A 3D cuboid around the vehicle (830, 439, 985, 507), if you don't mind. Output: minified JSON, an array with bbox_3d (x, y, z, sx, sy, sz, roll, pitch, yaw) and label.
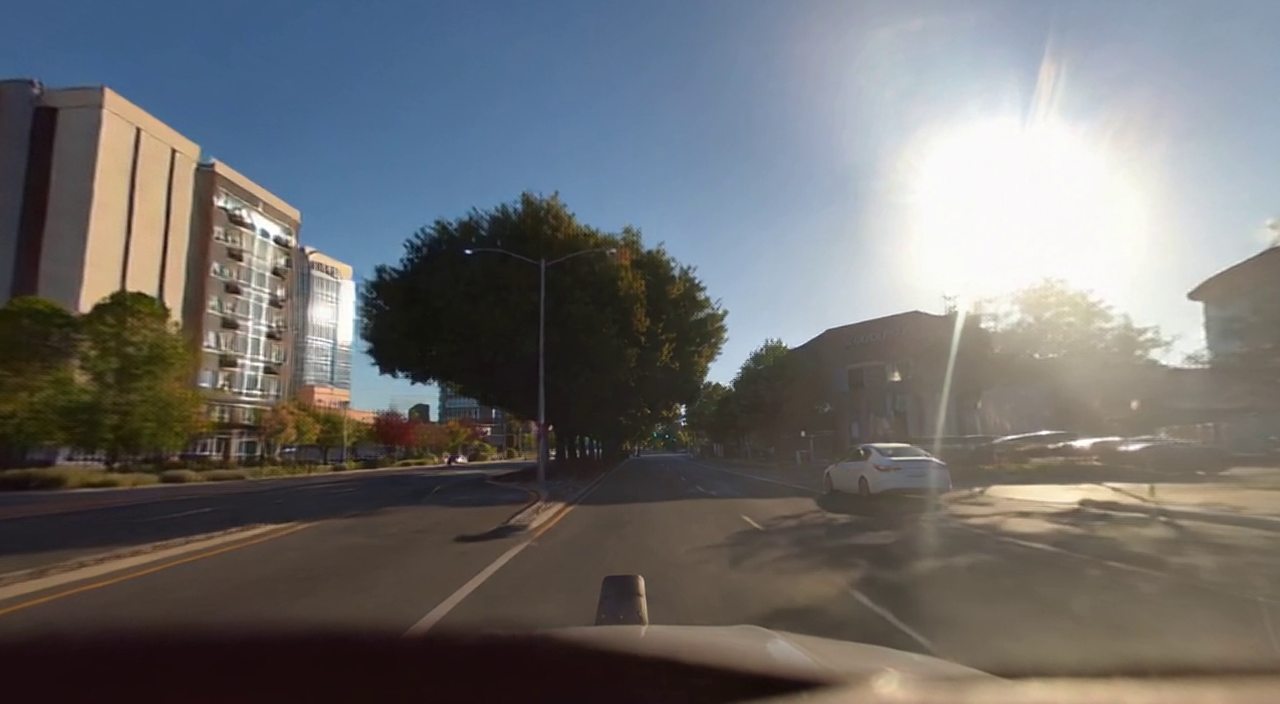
[{"bbox_3d":[6.726,3.069,16.570,1.913,1.504,4.738,0,-9,-1],"label":"vehicle"}]
